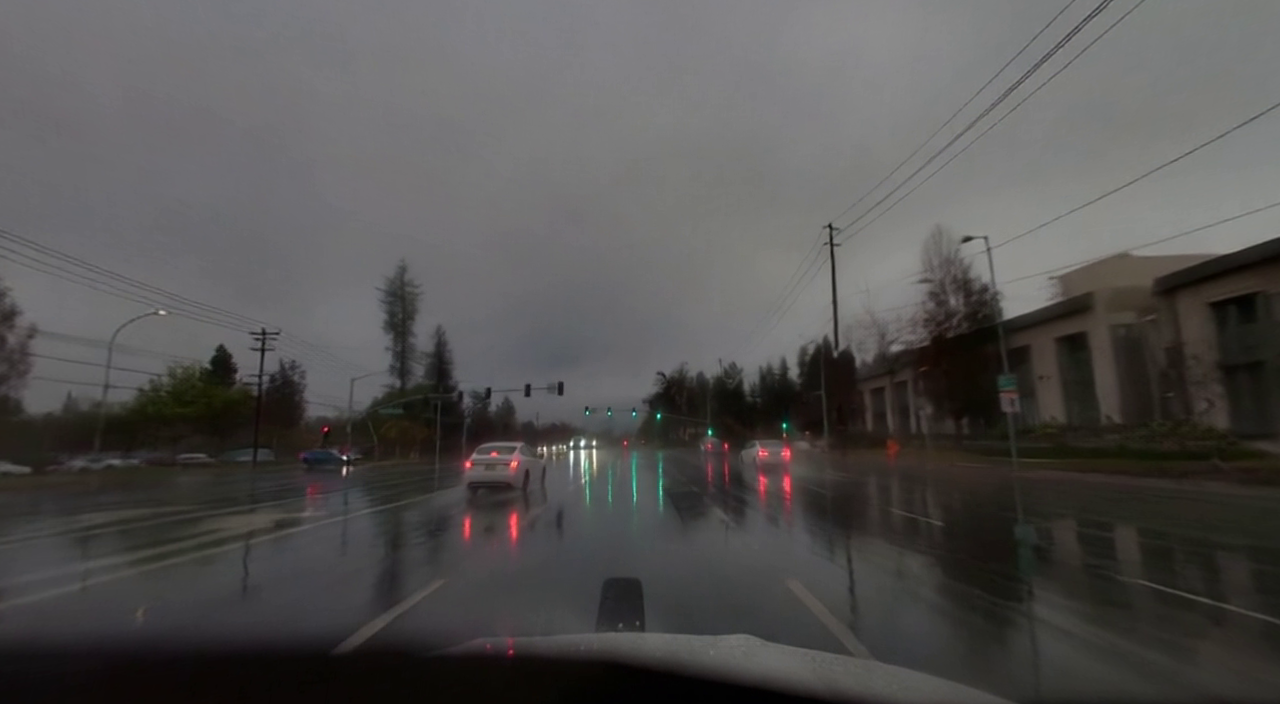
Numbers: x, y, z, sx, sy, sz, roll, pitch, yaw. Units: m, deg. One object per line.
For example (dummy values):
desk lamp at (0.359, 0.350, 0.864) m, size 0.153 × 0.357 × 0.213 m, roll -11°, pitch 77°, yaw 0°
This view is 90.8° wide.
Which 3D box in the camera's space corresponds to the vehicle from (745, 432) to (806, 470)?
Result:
vehicle at (6.546, 4.832, 31.053) m, size 1.945 × 1.706 × 4.190 m, roll 0°, pitch -8°, yaw -2°

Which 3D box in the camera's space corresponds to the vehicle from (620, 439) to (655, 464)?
vehicle at (-0.184, 6.273, 39.907) m, size 2.098 × 1.431 × 3.958 m, roll 0°, pitch -8°, yaw -1°

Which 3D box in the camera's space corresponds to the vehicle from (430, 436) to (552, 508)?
vehicle at (-3.380, 2.791, 15.235) m, size 1.837 × 1.463 × 4.311 m, roll 0°, pitch -8°, yaw 1°
